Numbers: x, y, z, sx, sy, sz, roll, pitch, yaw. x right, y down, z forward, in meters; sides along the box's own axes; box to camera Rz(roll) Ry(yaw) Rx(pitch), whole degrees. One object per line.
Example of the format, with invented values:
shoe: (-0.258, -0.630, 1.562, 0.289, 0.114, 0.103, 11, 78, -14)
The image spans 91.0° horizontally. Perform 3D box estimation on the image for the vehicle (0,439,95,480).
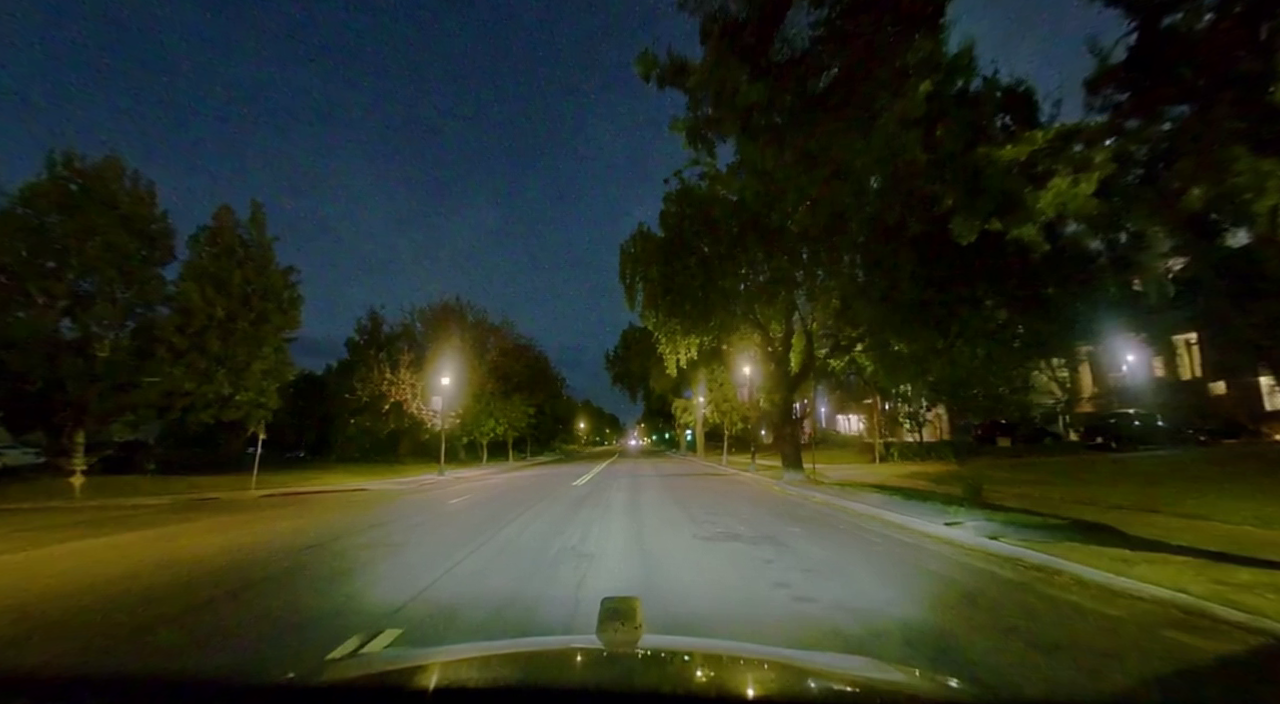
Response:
vehicle: (-24.699, 4.172, 24.673, 1.953, 1.507, 5.016, -1, -8, 4)

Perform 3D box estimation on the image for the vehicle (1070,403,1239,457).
vehicle: (17.062, 2.624, 21.040, 3.882, 1.686, 1.881, 0, -8, 2)

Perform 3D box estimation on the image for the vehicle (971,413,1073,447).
vehicle: (18.887, 3.888, 31.243, 3.730, 1.604, 2.027, 0, -8, 2)
